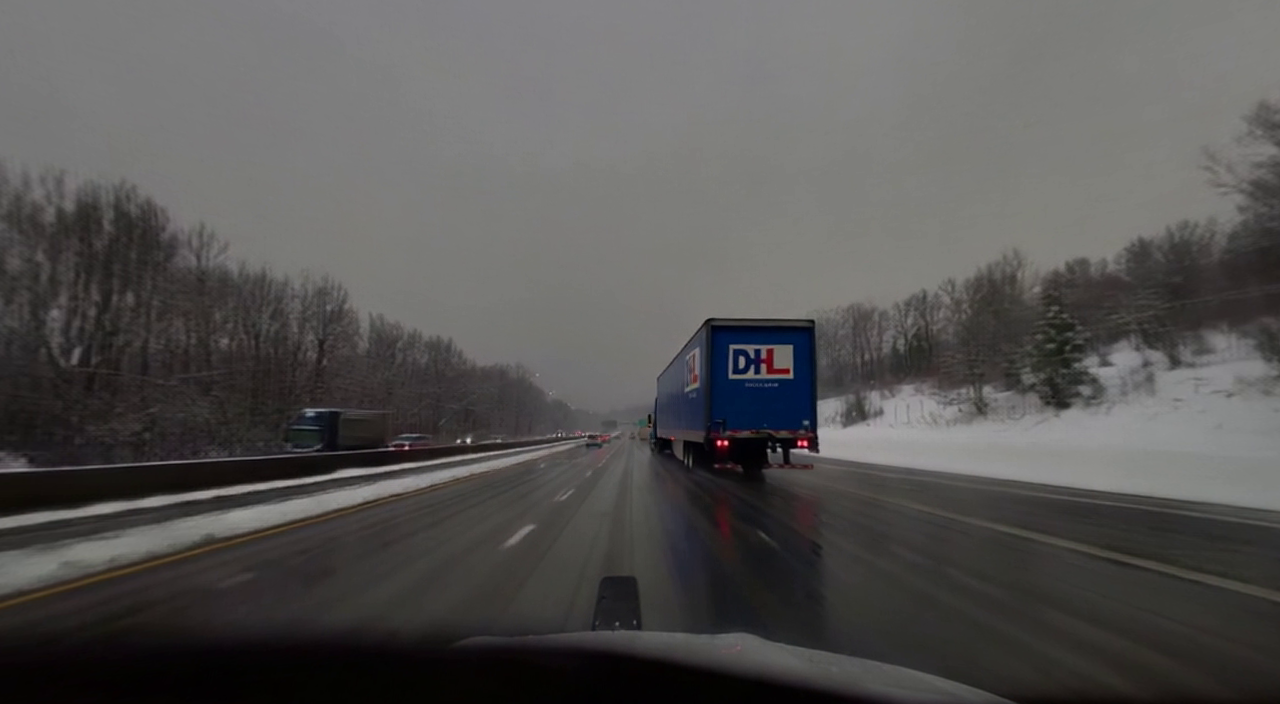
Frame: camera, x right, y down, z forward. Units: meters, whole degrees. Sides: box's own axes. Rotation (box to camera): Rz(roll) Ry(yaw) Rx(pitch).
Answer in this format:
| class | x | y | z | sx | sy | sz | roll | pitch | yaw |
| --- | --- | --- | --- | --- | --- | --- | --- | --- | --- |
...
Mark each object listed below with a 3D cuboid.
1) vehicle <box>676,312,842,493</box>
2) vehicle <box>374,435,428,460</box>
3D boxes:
| class | x | y | z | sx | sy | sz | roll | pitch | yaw |
| --- | --- | --- | --- | --- | --- | --- | --- | --- | --- |
| vehicle | 3.011 | 1.736 | 19.164 | 3.011 | 4.211 | 8.926 | 0 | -8 | -2 |
| vehicle | -17.029 | 6.799 | 45.056 | 2.030 | 1.655 | 4.893 | 0 | -8 | -1 |
